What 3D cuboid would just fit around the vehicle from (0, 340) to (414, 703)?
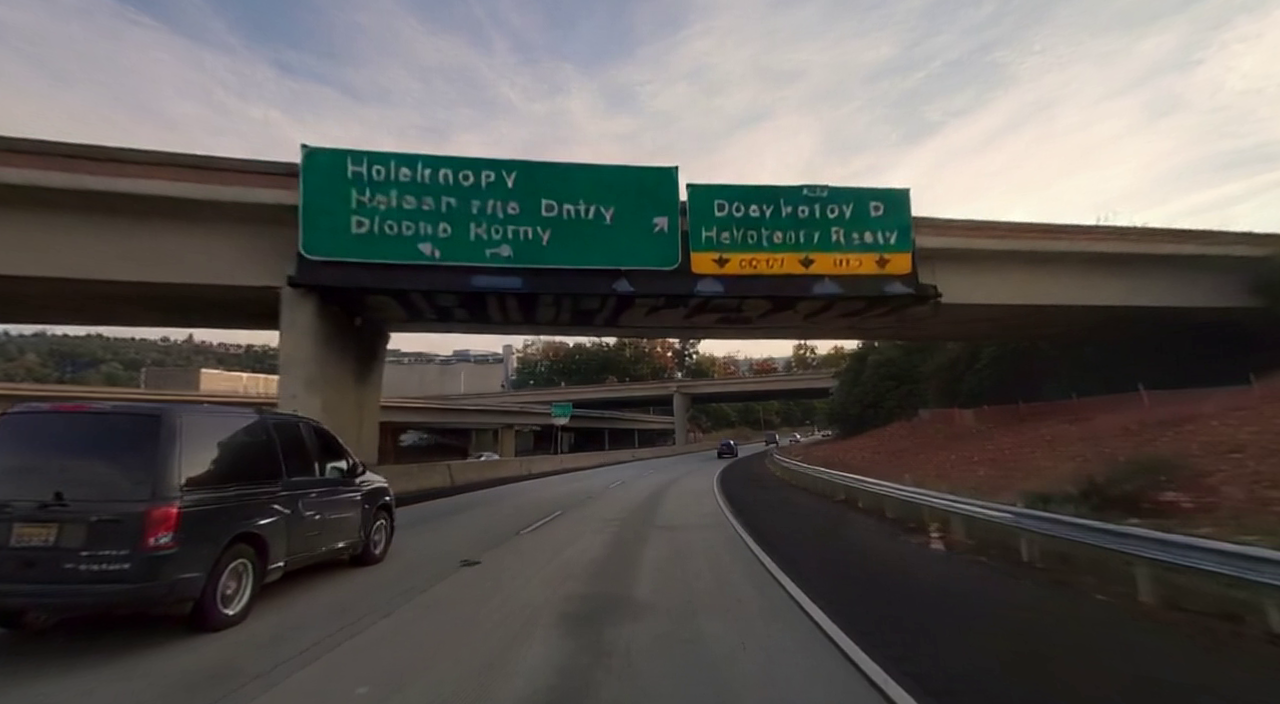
[{"bbox_3d":[-3.435,1.028,3.961,2.106,1.640,4.853,0,-9,2],"label":"vehicle"}]
